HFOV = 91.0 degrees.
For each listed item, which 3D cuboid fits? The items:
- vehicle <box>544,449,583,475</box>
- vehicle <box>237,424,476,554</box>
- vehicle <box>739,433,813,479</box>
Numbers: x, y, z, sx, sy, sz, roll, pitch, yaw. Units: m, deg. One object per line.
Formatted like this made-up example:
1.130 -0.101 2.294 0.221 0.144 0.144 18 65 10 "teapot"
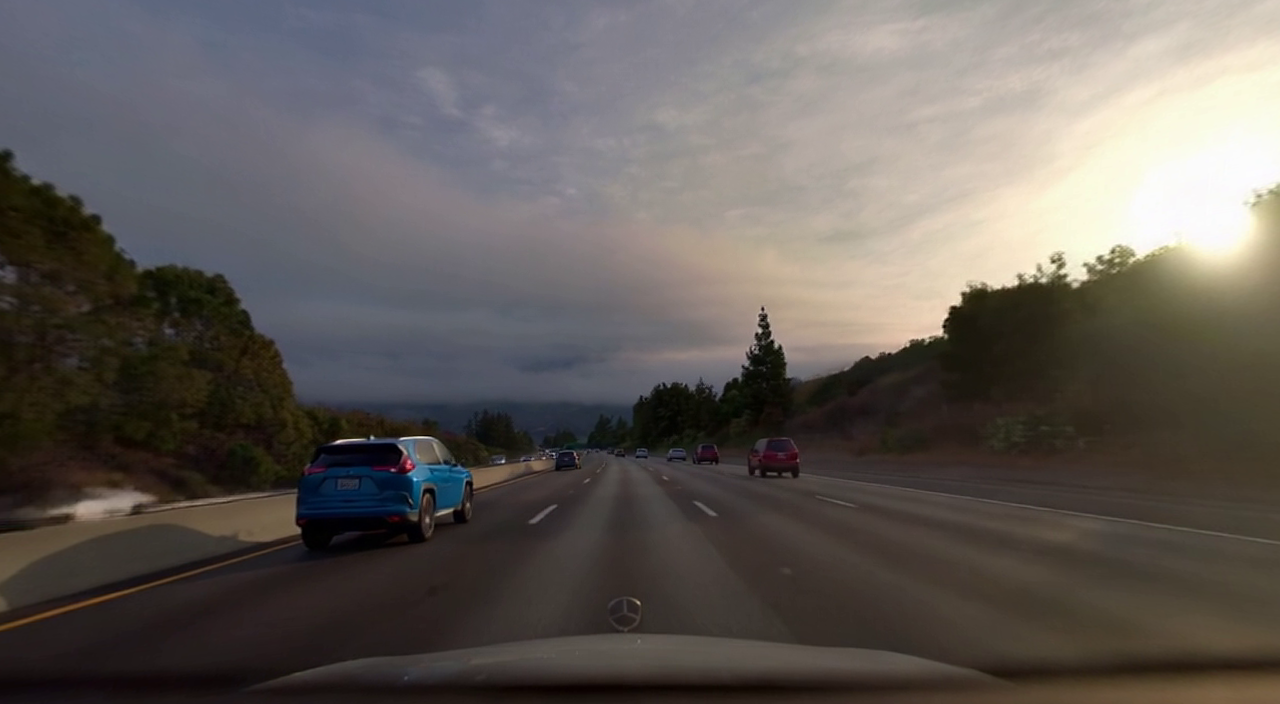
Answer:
-4.623 6.715 38.657 2.009 1.488 4.289 0 -9 -2 "vehicle"
-4.420 2.190 10.759 2.079 1.745 4.281 0 -9 -1 "vehicle"
6.612 5.124 31.231 2.378 2.096 5.119 0 -9 -2 "vehicle"
